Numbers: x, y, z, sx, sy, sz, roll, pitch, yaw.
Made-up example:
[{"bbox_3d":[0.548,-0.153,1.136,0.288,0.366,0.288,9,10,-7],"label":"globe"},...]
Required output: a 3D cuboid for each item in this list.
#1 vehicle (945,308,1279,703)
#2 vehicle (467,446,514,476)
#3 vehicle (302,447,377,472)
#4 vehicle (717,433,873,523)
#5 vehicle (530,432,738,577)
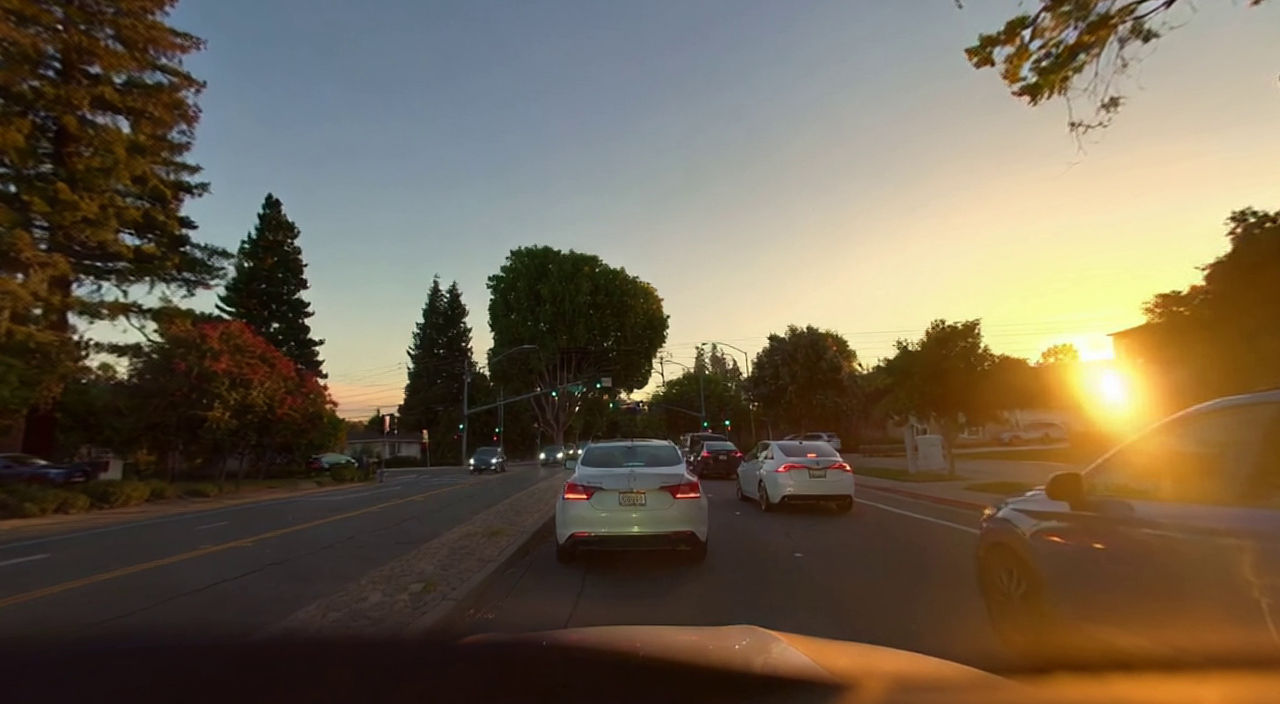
[{"bbox_3d":[3.375,0.765,2.602,2.006,1.766,4.345,0,-8,0],"label":"vehicle"},{"bbox_3d":[-9.253,6.768,39.413,1.996,1.680,4.203,-2,-8,-2],"label":"vehicle"},{"bbox_3d":[-19.862,7.098,41.864,3.957,1.630,1.881,0,-8,0],"label":"vehicle"},{"bbox_3d":[2.944,2.503,13.129,1.971,1.517,4.521,0,-8,-2],"label":"vehicle"},{"bbox_3d":[-0.108,1.913,8.782,2.186,1.500,4.141,0,-8,-1],"label":"vehicle"}]
